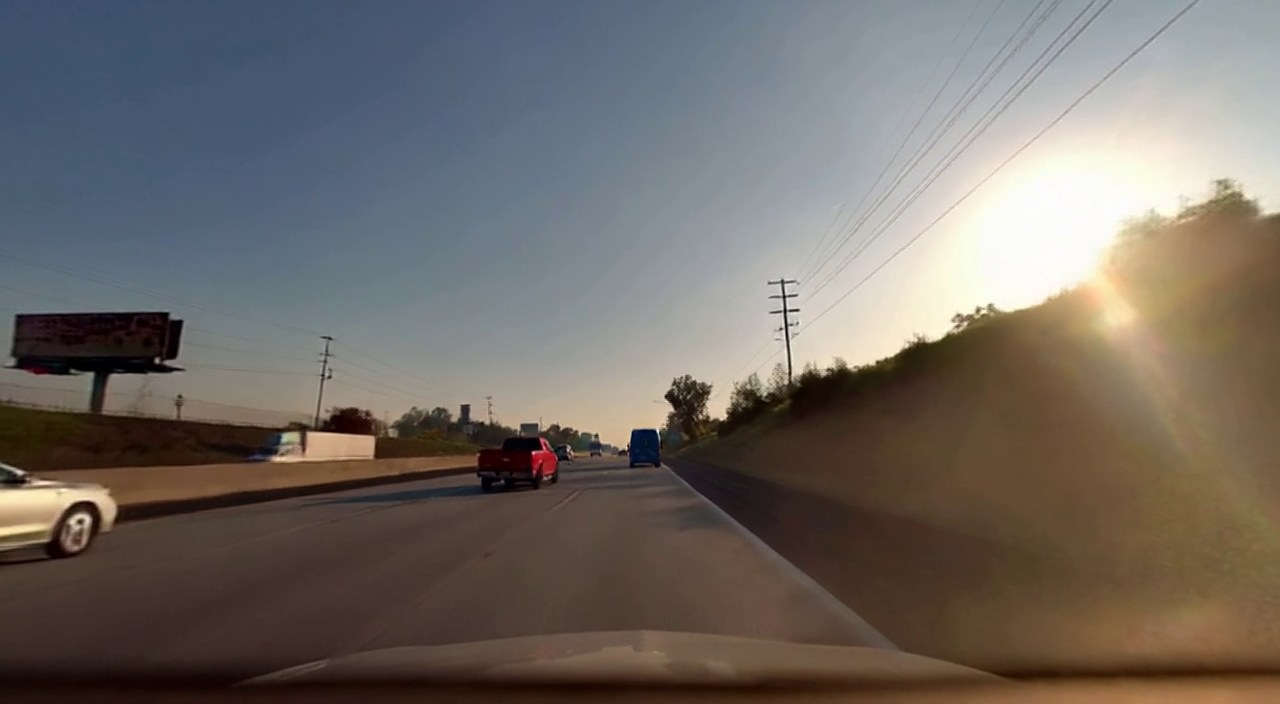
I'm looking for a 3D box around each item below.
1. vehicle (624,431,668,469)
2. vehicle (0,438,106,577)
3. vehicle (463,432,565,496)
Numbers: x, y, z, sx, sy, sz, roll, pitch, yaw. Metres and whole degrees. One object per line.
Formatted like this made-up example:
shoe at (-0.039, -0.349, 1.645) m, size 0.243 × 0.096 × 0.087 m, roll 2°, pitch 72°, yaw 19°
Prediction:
vehicle at (0.360, 6.498, 41.724) m, size 2.692 × 2.279 × 5.695 m, roll 0°, pitch -8°, yaw 0°
vehicle at (-7.890, 1.530, 5.737) m, size 1.941 × 1.475 × 4.597 m, roll 0°, pitch -8°, yaw 0°
vehicle at (-3.778, 3.459, 19.813) m, size 2.145 × 1.730 × 4.729 m, roll 0°, pitch -8°, yaw 1°
